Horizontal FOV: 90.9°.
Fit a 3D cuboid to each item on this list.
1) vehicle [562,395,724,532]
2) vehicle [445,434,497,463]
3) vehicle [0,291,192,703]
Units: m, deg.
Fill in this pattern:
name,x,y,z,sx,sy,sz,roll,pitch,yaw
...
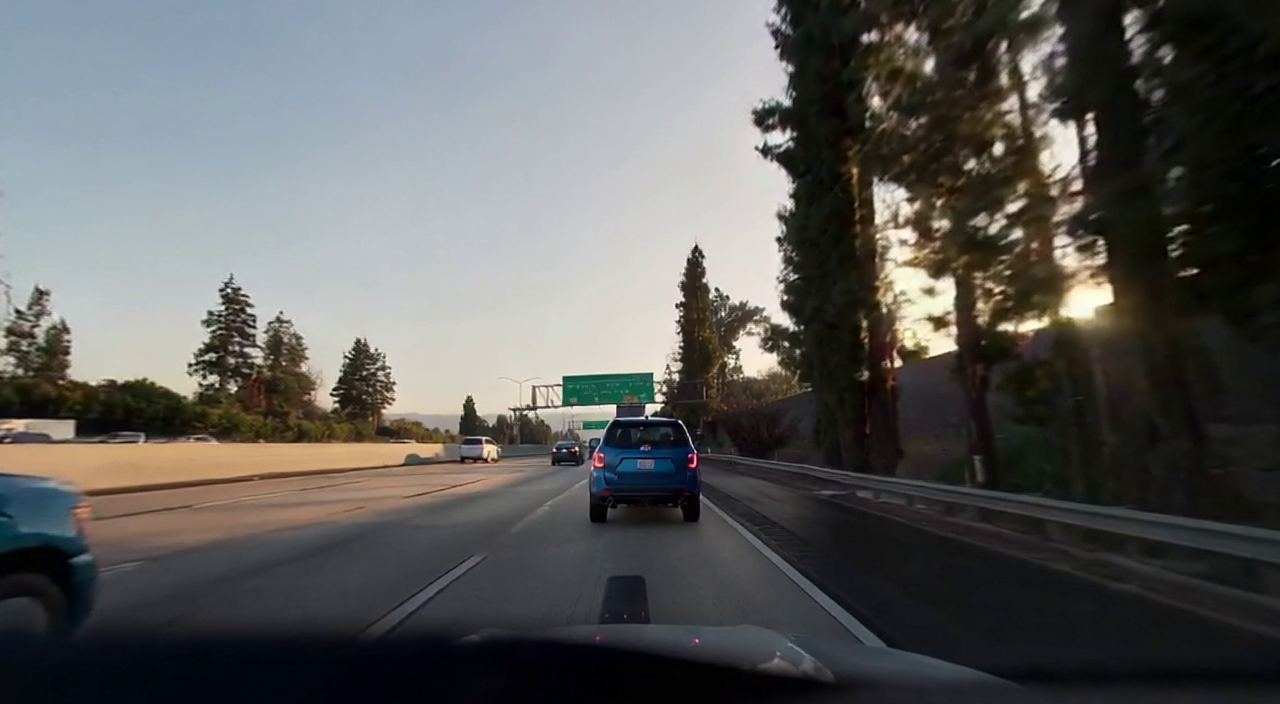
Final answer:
name,x,y,z,sx,sy,sz,roll,pitch,yaw
vehicle,0.023,1.997,11.763,2.395,2.013,4.734,0,-8,-1
vehicle,-10.816,6.219,40.721,2.009,1.771,4.540,0,-8,1
vehicle,-4.101,0.476,1.088,2.486,1.962,5.525,0,-8,1
